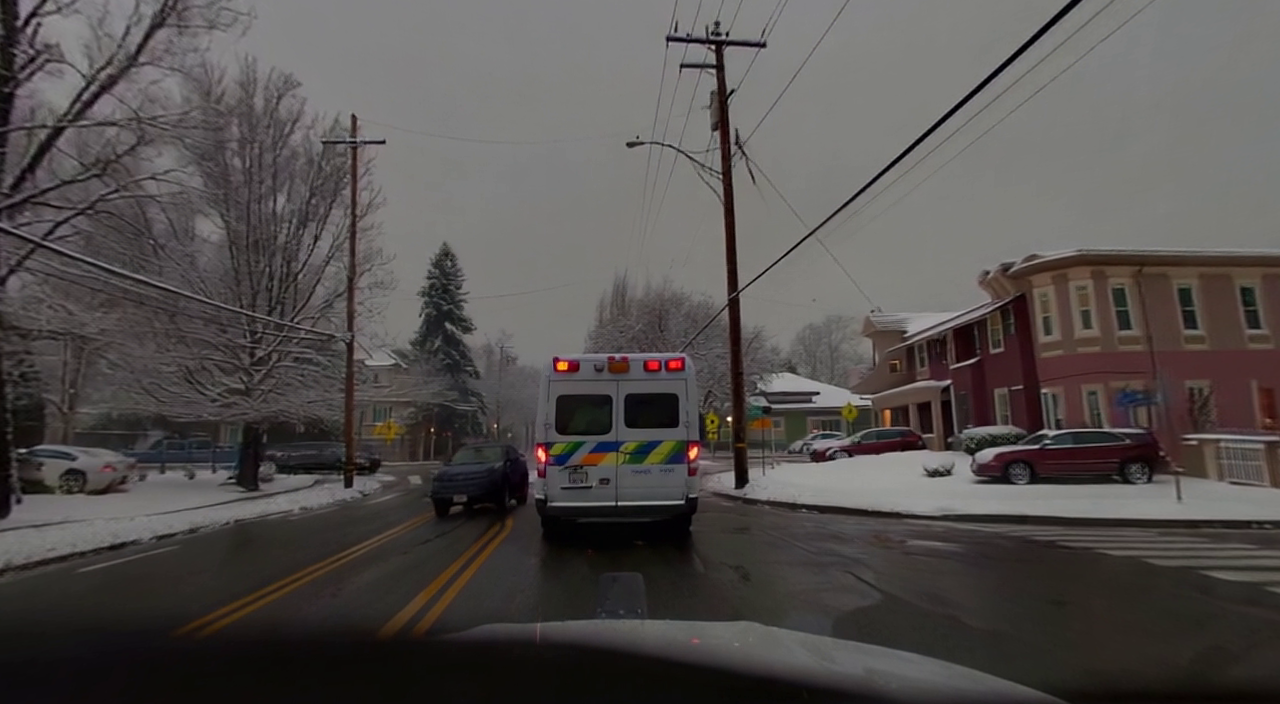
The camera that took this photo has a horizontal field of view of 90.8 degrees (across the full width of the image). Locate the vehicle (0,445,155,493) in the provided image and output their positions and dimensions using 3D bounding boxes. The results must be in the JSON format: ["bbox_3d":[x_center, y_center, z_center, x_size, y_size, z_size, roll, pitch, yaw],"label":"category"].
[{"bbox_3d":[-19.131,3.846,20.934,4.412,1.468,1.914,0,-8,-3],"label":"vehicle"}]

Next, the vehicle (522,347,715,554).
[{"bbox_3d":[-0.276,1.642,10.917,2.444,2.640,5.482,0,-8,0],"label":"vehicle"}]

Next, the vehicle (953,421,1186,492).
[{"bbox_3d":[12.835,3.170,19.341,5.270,1.966,2.329,-2,-8,10],"label":"vehicle"}]

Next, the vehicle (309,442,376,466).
[{"bbox_3d":[-23.194,7.912,49.298,4.616,1.738,1.974,4,-9,-26],"label":"vehicle"}]

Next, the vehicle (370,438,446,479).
[{"bbox_3d":[-11.367,5.132,30.776,2.290,1.776,4.947,5,-10,-33],"label":"vehicle"}]
